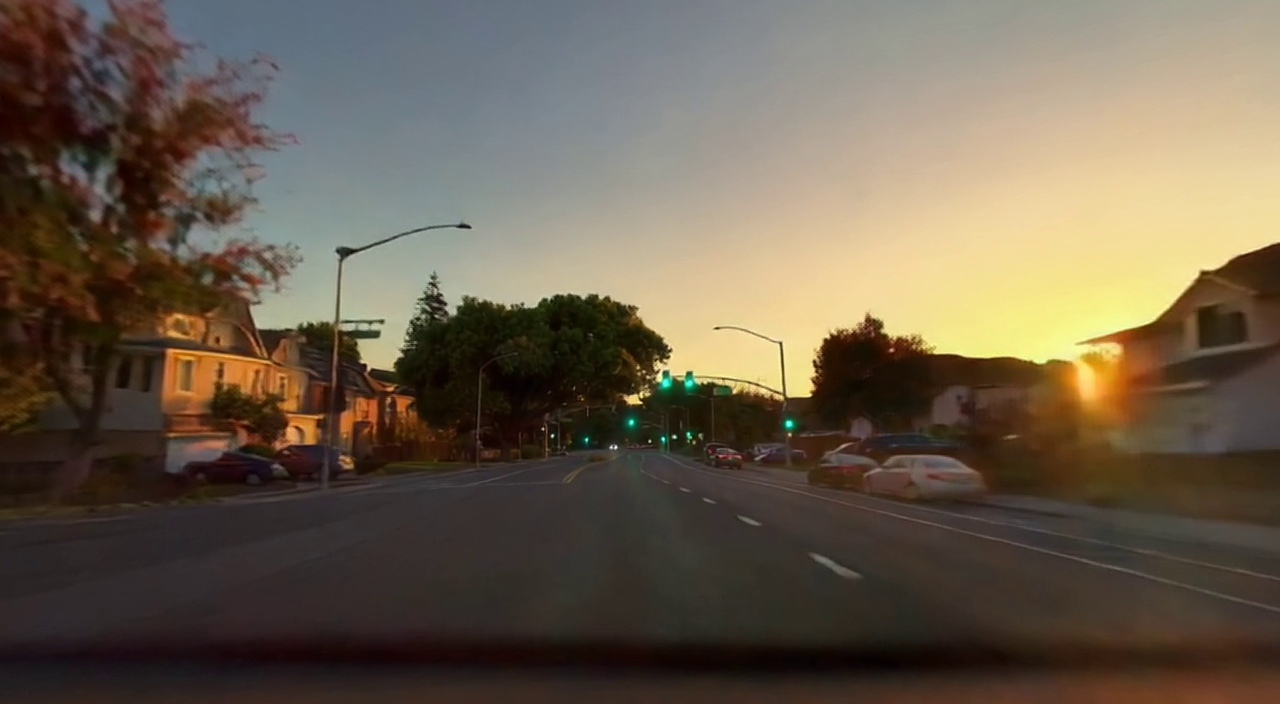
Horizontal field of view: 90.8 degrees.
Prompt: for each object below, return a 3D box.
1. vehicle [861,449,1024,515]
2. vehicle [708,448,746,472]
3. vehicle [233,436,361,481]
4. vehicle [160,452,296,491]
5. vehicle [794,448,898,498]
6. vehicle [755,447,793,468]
[{"bbox_3d":[7.830,3.366,16.935,1.951,1.528,4.366,1,-9,-4],"label":"vehicle"},{"bbox_3d":[6.315,7.882,46.320,2.064,1.498,4.877,4,-9,0],"label":"vehicle"},{"bbox_3d":[-18.055,5.657,33.520,5.096,2.070,2.687,2,-10,1],"label":"vehicle"},{"bbox_3d":[-17.936,5.207,27.694,4.598,1.445,1.973,-2,-9,-1],"label":"vehicle"},{"bbox_3d":[7.355,4.321,23.121,1.934,1.504,4.928,4,-9,-3],"label":"vehicle"},{"bbox_3d":[10.203,8.069,48.429,1.925,1.490,4.475,0,-9,1],"label":"vehicle"}]
